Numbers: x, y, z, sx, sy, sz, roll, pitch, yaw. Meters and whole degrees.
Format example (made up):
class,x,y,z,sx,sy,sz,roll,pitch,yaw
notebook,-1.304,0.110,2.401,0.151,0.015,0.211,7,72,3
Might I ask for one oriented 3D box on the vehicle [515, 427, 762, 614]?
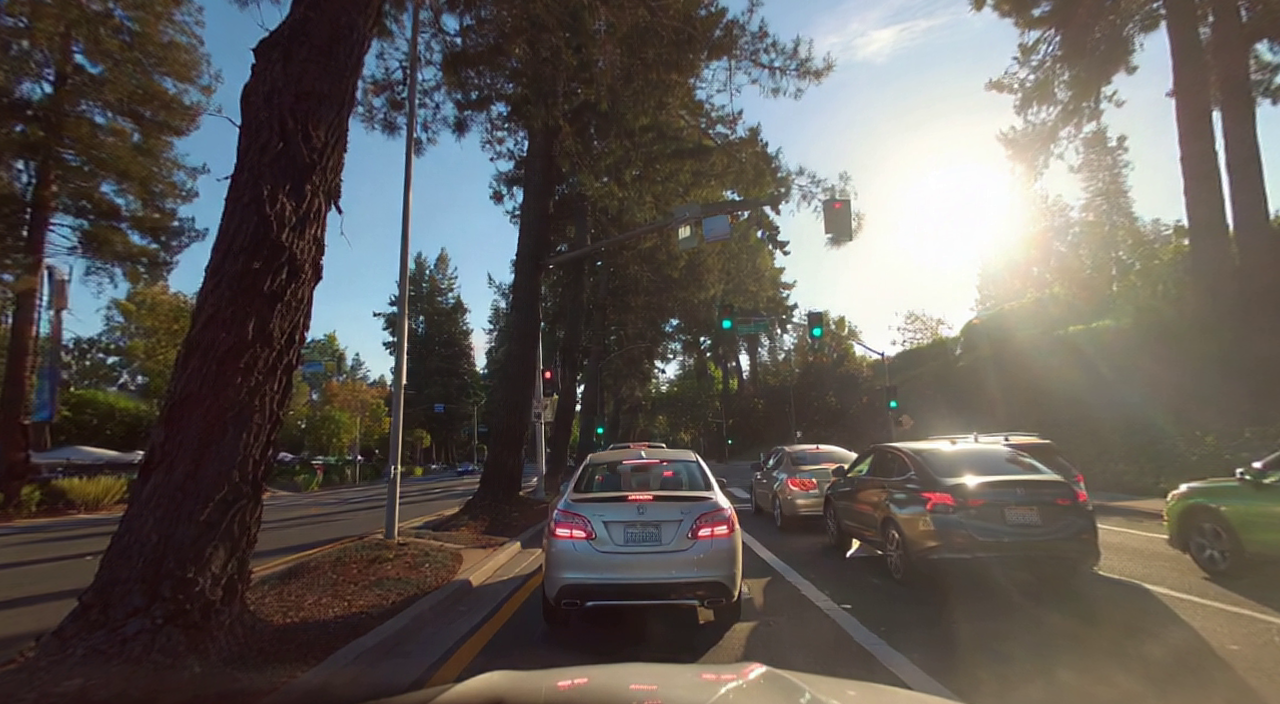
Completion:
class,x,y,z,sx,sy,sz,roll,pitch,yaw
vehicle,0.010,1.688,7.164,2.015,1.502,3.898,0,-9,1

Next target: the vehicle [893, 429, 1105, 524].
class,x,y,z,sx,sy,sz,roll,pitch,yaw
vehicle,7.016,2.475,12.943,1.923,1.611,4.094,0,-9,0

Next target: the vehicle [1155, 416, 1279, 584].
class,x,y,z,sx,sy,sz,roll,pitch,yaw
vehicle,6.929,1.338,5.583,1.783,1.572,3.421,0,-9,1

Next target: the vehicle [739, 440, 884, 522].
class,x,y,z,sx,sy,sz,roll,pitch,yaw
vehicle,3.528,2.739,13.929,1.934,1.494,4.446,0,-9,0
